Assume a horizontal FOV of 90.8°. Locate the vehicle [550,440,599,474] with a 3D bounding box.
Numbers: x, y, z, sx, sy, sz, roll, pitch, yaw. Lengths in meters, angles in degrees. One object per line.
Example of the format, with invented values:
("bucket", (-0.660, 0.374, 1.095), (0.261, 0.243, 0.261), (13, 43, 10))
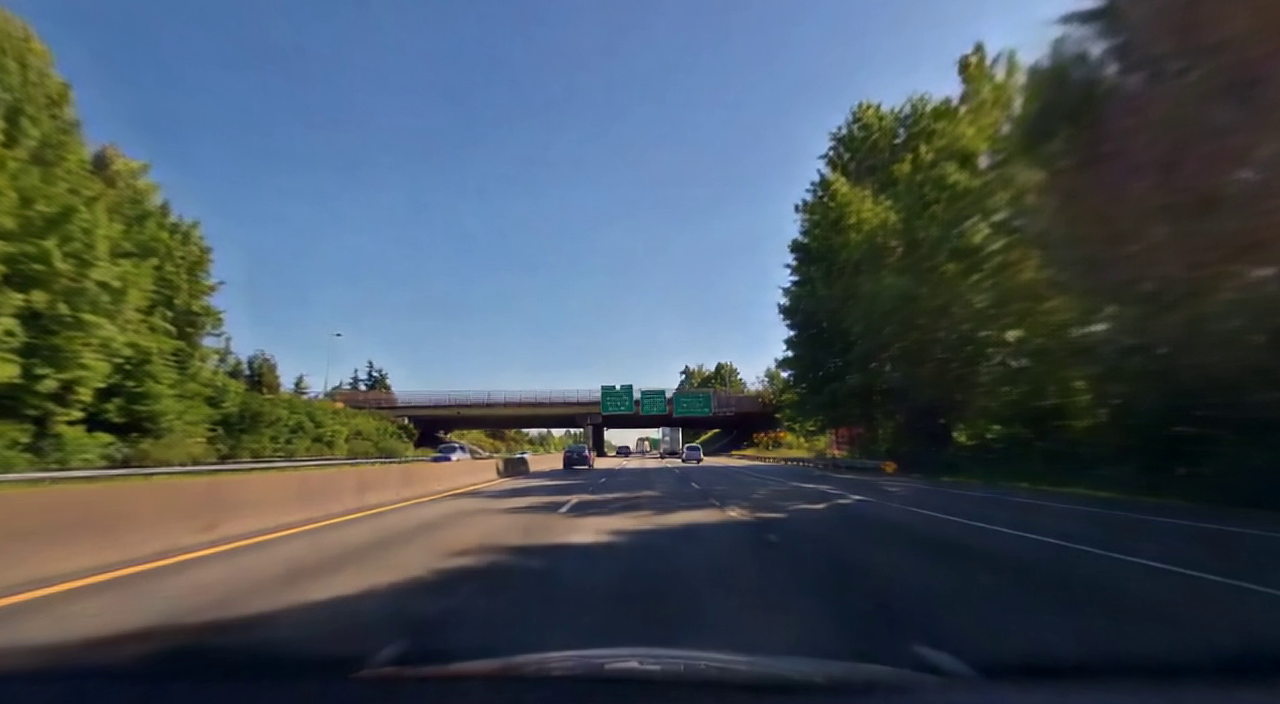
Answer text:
("vehicle", (-3.554, 5.822, 35.168), (2.238, 1.792, 4.518), (0, -9, 1))
